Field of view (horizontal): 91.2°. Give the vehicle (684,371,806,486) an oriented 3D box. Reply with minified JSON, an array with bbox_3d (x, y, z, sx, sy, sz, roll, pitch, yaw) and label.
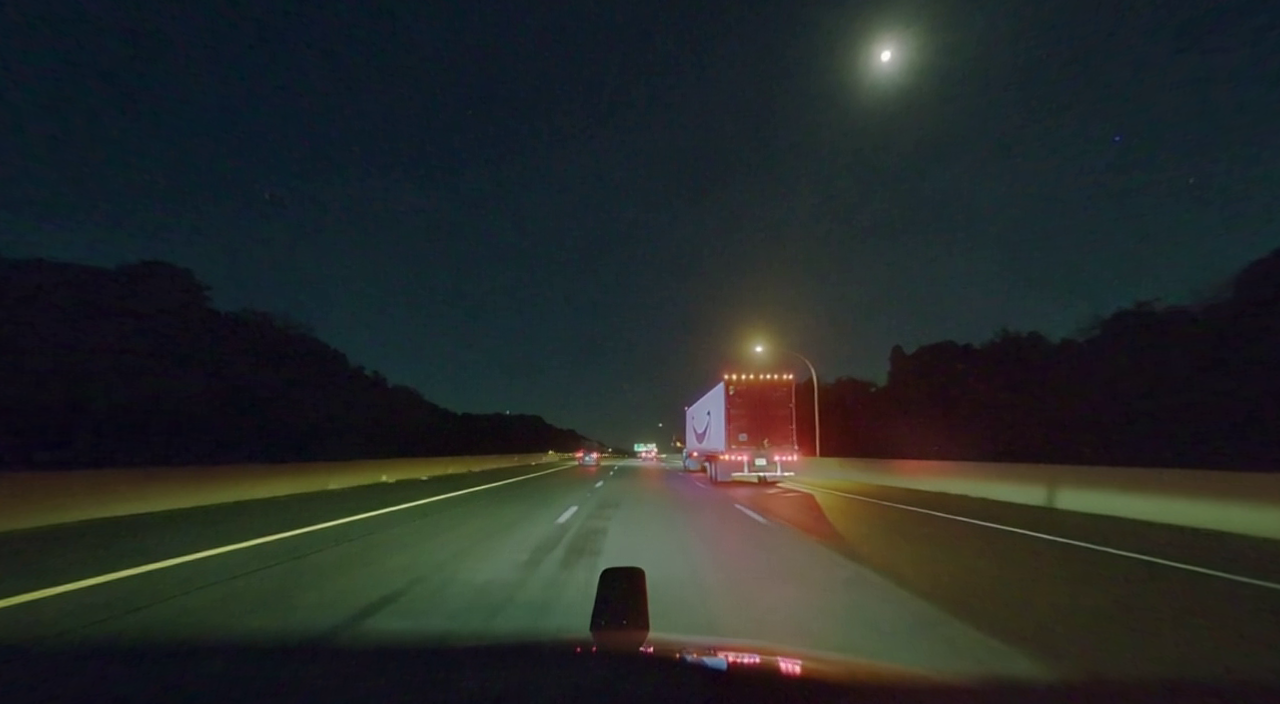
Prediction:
[{"bbox_3d":[4.281,3.949,30.675,2.928,4.021,17.190,0,-9,0],"label":"vehicle"}]

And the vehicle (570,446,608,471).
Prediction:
[{"bbox_3d":[-3.441,7.328,43.447,2.200,1.562,4.959,0,-9,0],"label":"vehicle"}]
